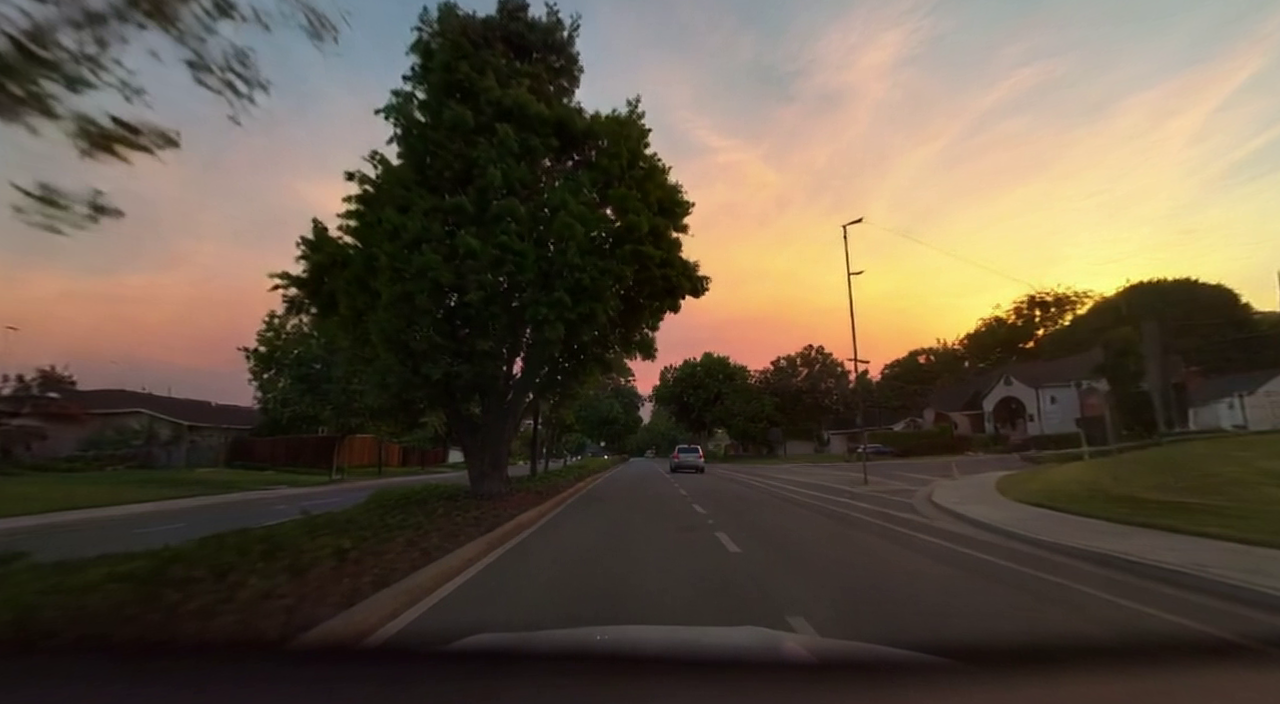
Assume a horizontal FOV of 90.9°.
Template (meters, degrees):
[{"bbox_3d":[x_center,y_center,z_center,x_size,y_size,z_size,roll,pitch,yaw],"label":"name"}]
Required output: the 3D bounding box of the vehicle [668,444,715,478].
[{"bbox_3d":[2.820,6.067,35.528,2.180,1.773,4.639,0,-8,0],"label":"vehicle"}]

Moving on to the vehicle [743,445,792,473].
[{"bbox_3d":[9.100,7.523,44.627,2.269,1.826,5.192,-3,-9,23],"label":"vehicle"}]
